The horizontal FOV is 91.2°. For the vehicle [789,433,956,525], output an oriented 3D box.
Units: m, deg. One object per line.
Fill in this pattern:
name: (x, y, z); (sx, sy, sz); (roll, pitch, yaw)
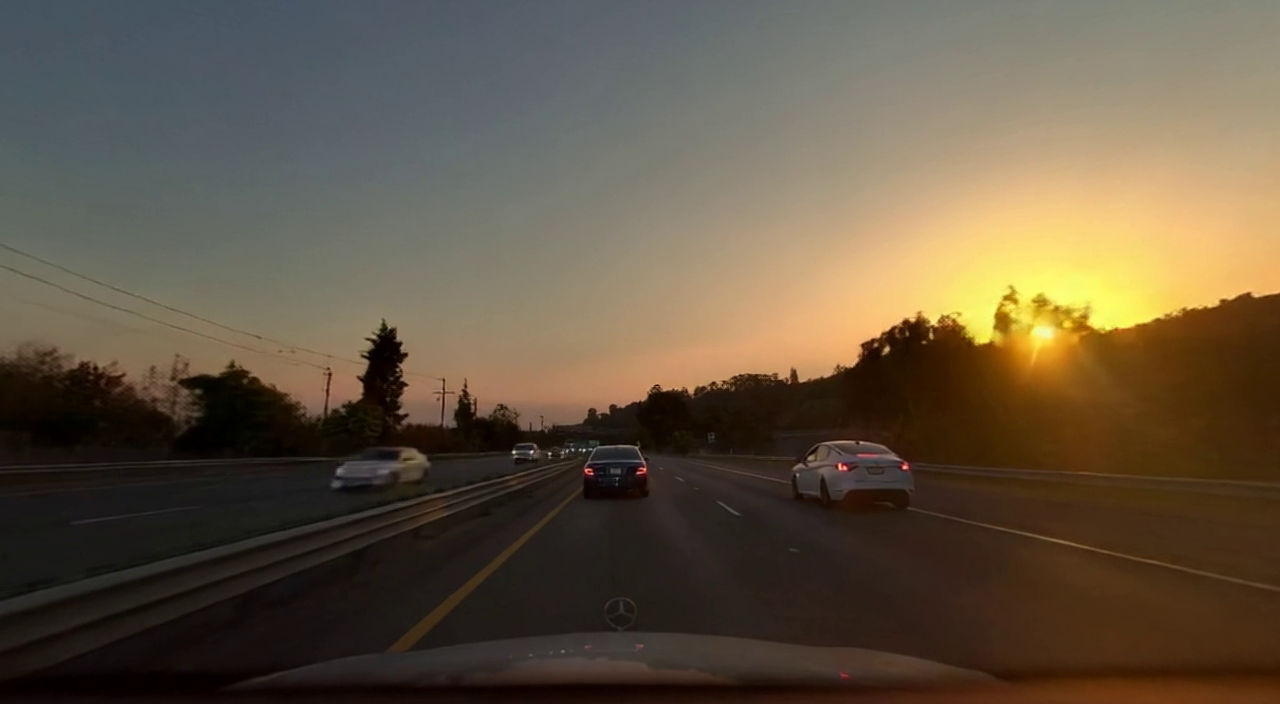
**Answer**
vehicle: (4.461, 2.491, 12.718); (1.910, 1.554, 3.718); (0, -9, -1)

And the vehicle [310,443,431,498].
vehicle: (-8.423, 3.717, 20.075); (1.883, 1.531, 4.526); (0, -9, 0)

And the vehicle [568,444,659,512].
vehicle: (-0.602, 3.118, 16.026); (2.013, 1.479, 4.169); (0, -9, 0)
